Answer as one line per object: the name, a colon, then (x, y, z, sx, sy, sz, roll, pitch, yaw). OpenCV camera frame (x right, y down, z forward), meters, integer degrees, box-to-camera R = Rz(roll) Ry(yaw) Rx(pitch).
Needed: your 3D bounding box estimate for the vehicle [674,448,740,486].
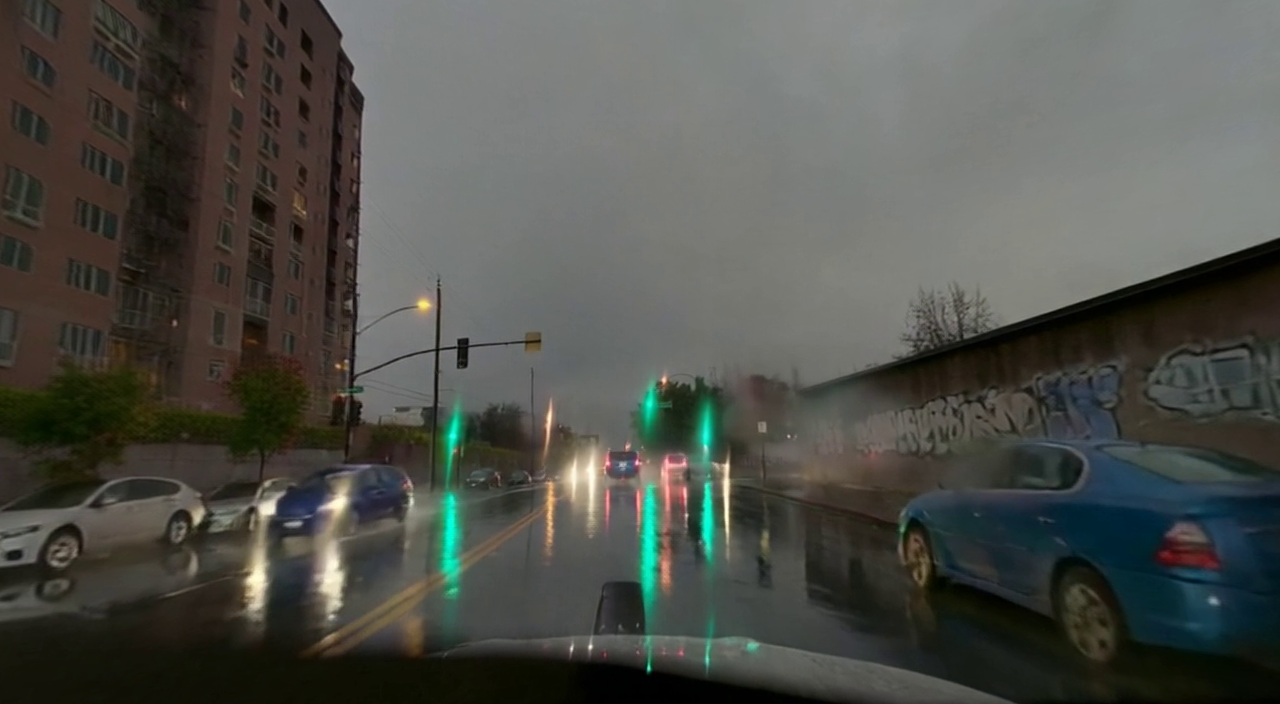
vehicle: (3.464, 5.735, 31.928, 2.207, 1.761, 4.292, -4, -9, 22)

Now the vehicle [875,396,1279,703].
vehicle: (4.063, 1.451, 5.702, 2.025, 1.758, 4.463, 0, -8, -2)

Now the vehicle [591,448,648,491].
vehicle: (-0.823, 4.843, 26.403, 2.166, 1.579, 4.300, 0, -8, -1)

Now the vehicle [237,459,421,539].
vehicle: (-6.677, 3.165, 14.205, 2.040, 1.402, 4.237, 0, -8, -1)

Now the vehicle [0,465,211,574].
vehicle: (-11.030, 3.249, 12.803, 1.822, 1.639, 4.144, -4, -8, 0)

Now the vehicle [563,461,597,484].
vehicle: (-4.346, 8.800, 46.337, 2.095, 1.447, 4.202, 0, -8, 0)
